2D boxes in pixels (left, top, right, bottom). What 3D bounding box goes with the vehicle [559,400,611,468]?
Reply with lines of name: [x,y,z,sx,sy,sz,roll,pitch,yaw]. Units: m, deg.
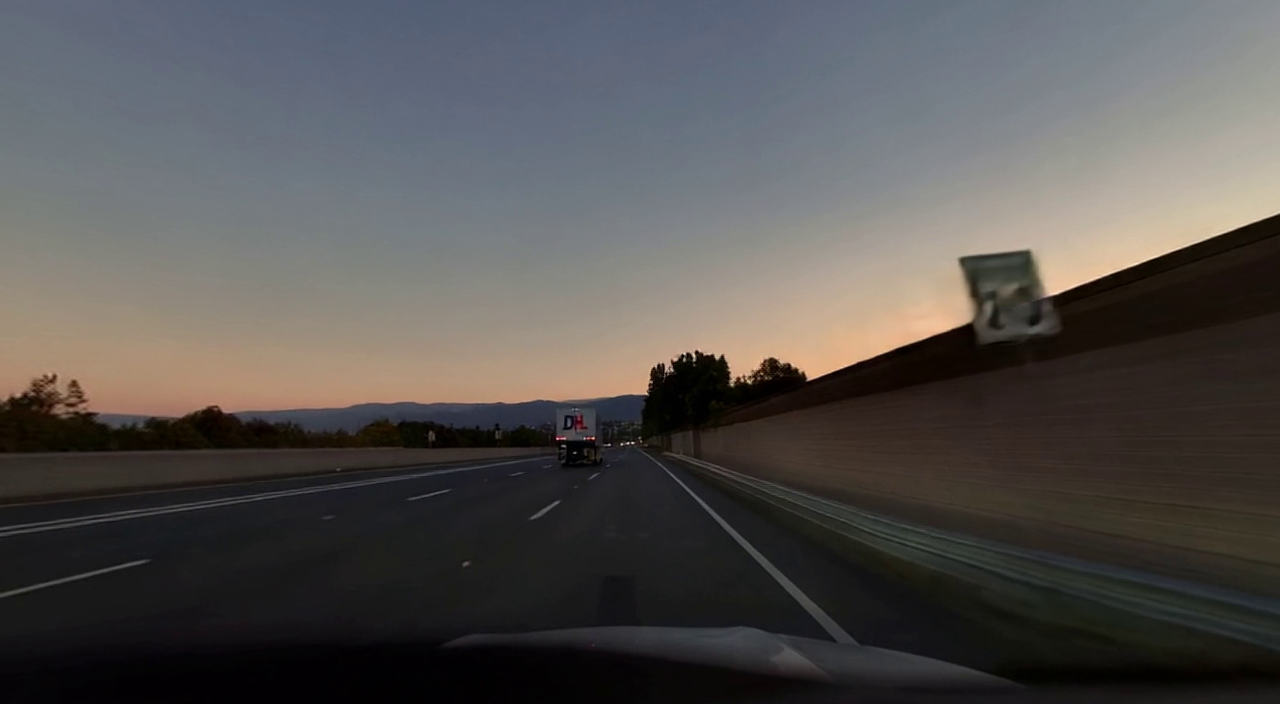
vehicle: [-3.633,5.720,43.680,2.796,4.184,8.554,0,-8,0]
